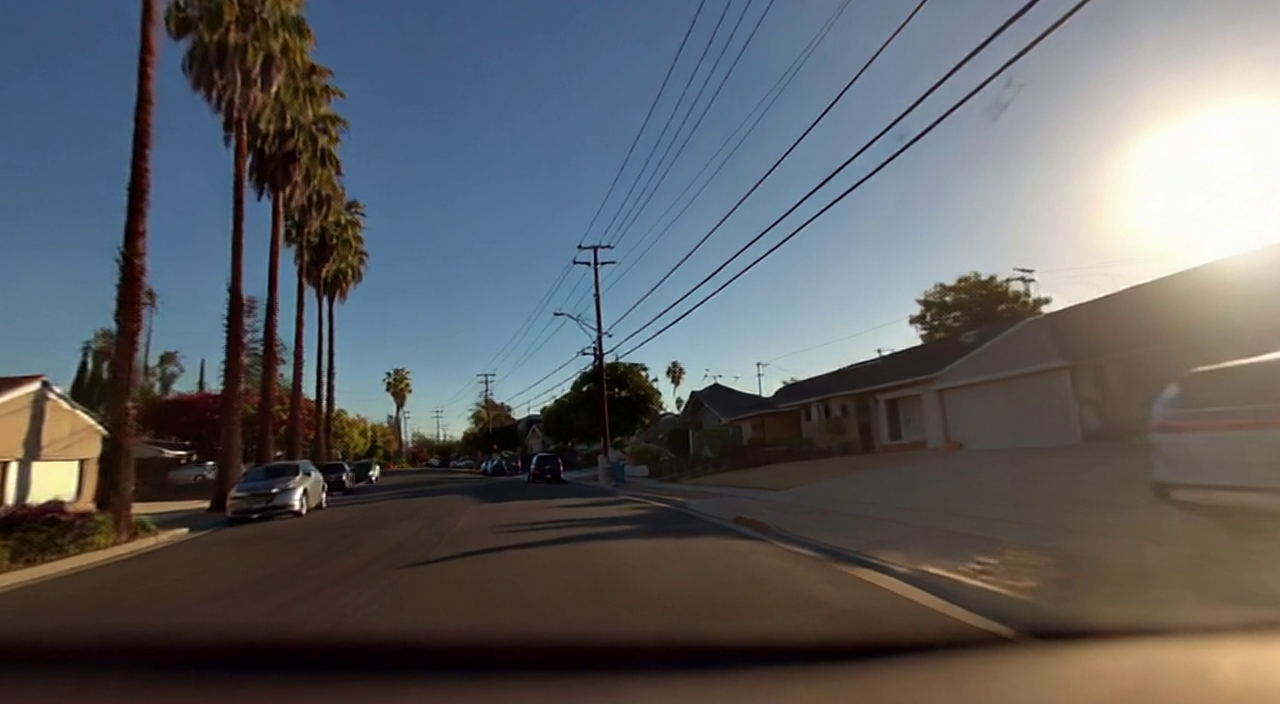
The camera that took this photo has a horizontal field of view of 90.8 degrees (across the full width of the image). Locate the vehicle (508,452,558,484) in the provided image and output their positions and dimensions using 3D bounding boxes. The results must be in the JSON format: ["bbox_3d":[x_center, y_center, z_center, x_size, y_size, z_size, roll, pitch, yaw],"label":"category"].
[{"bbox_3d":[-5.625,5.980,32.919,1.870,1.490,3.802,3,-9,-20],"label":"vehicle"}]

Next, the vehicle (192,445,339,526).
[{"bbox_3d":[-10.057,3.600,17.472,2.410,1.790,4.699,0,-10,-17],"label":"vehicle"}]

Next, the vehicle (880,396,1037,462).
[{"bbox_3d":[11.507,2.817,22.904,4.795,2.190,2.305,3,-9,-20],"label":"vehicle"}]

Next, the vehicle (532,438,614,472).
[{"bbox_3d":[-5.160,7.808,48.047,5.900,2.328,2.603,1,-8,-13],"label":"vehicle"}]

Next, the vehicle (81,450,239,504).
[{"bbox_3d":[-17.627,4.576,23.426,4.060,1.843,1.979,2,-9,-11],"label":"vehicle"}]

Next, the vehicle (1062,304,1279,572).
[{"bbox_3d":[7.334,0.817,5.977,5.102,2.040,2.472,1,-8,-10],"label":"vehicle"}]
